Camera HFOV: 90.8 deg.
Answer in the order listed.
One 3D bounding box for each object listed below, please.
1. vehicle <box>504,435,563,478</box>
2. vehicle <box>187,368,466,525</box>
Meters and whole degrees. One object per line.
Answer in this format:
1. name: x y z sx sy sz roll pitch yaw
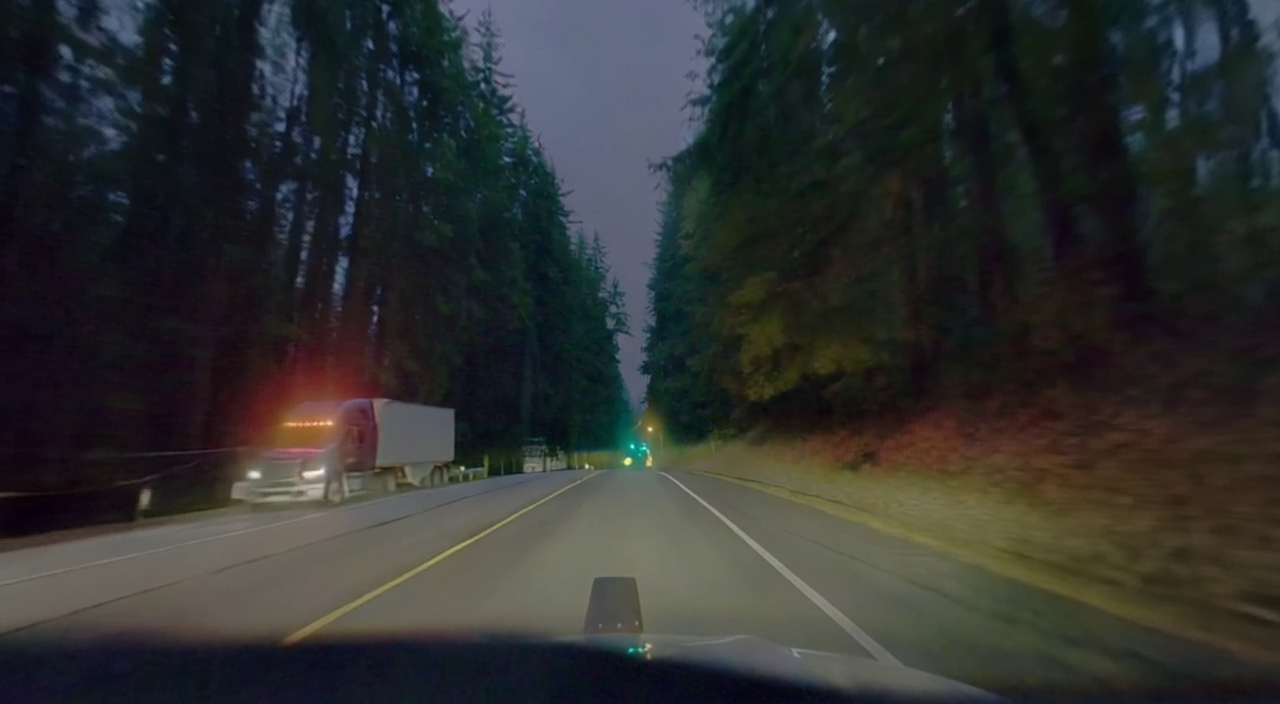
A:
1. vehicle: -8.110 8.021 49.166 2.781 3.039 8.581 0 -8 2
2. vehicle: -8.160 2.645 18.755 2.905 3.359 10.168 0 -7 1
